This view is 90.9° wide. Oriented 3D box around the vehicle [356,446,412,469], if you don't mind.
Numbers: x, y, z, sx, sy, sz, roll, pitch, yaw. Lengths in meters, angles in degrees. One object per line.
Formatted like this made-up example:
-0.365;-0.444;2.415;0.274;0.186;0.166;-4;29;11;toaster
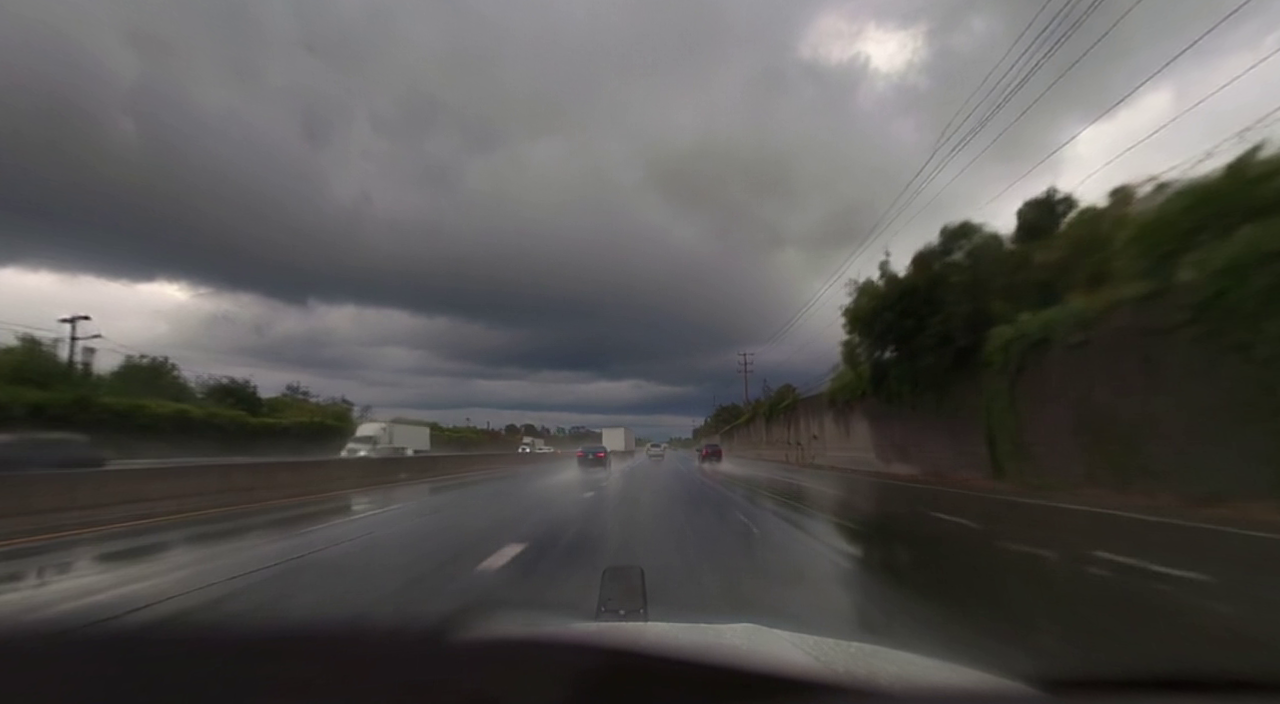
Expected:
-18.105;7.476;44.849;1.944;1.513;4.559;0;-9;2;vehicle

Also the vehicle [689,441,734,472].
4.427;6.542;39.627;2.214;1.799;4.627;0;-9;-1;vehicle

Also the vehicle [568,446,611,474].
-2.777;6.062;35.513;2.004;1.498;4.043;0;-9;1;vehicle
